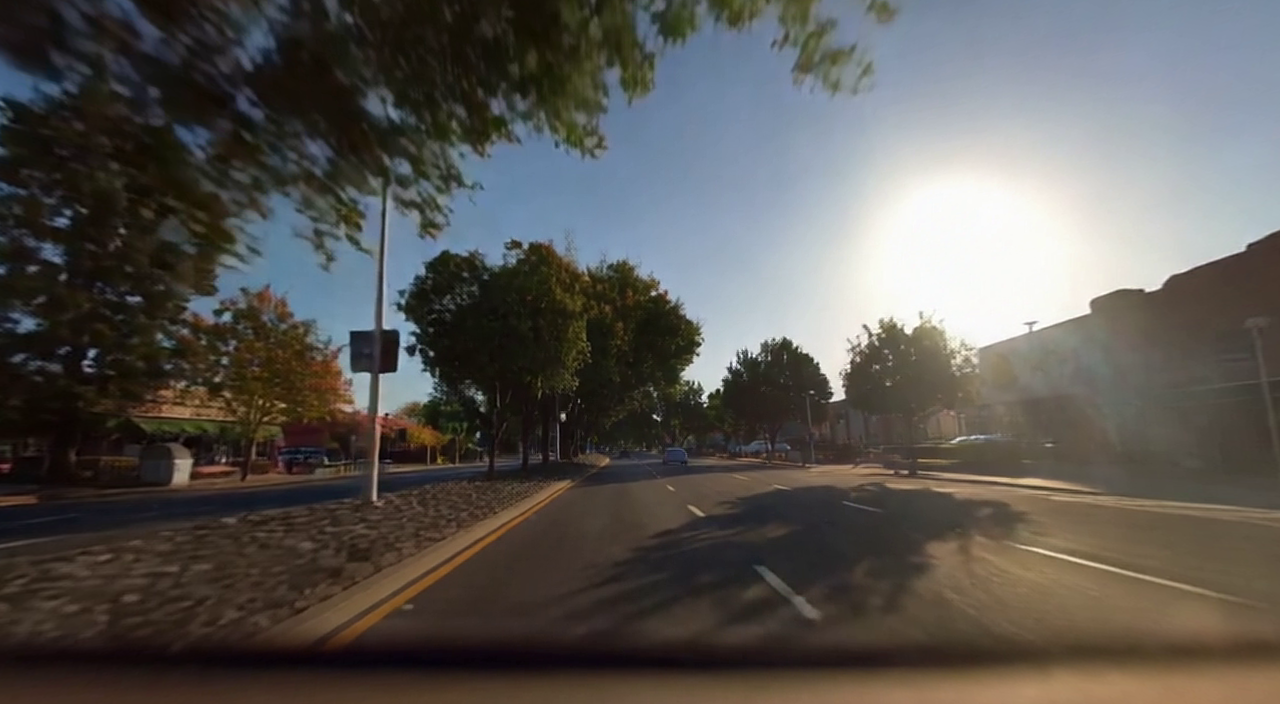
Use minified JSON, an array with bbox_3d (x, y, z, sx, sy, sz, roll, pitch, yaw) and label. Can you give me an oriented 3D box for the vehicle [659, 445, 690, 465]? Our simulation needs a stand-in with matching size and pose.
[{"bbox_3d":[2.679,8.086,49.841,1.913,1.473,4.360,0,-9,-4],"label":"vehicle"}]
